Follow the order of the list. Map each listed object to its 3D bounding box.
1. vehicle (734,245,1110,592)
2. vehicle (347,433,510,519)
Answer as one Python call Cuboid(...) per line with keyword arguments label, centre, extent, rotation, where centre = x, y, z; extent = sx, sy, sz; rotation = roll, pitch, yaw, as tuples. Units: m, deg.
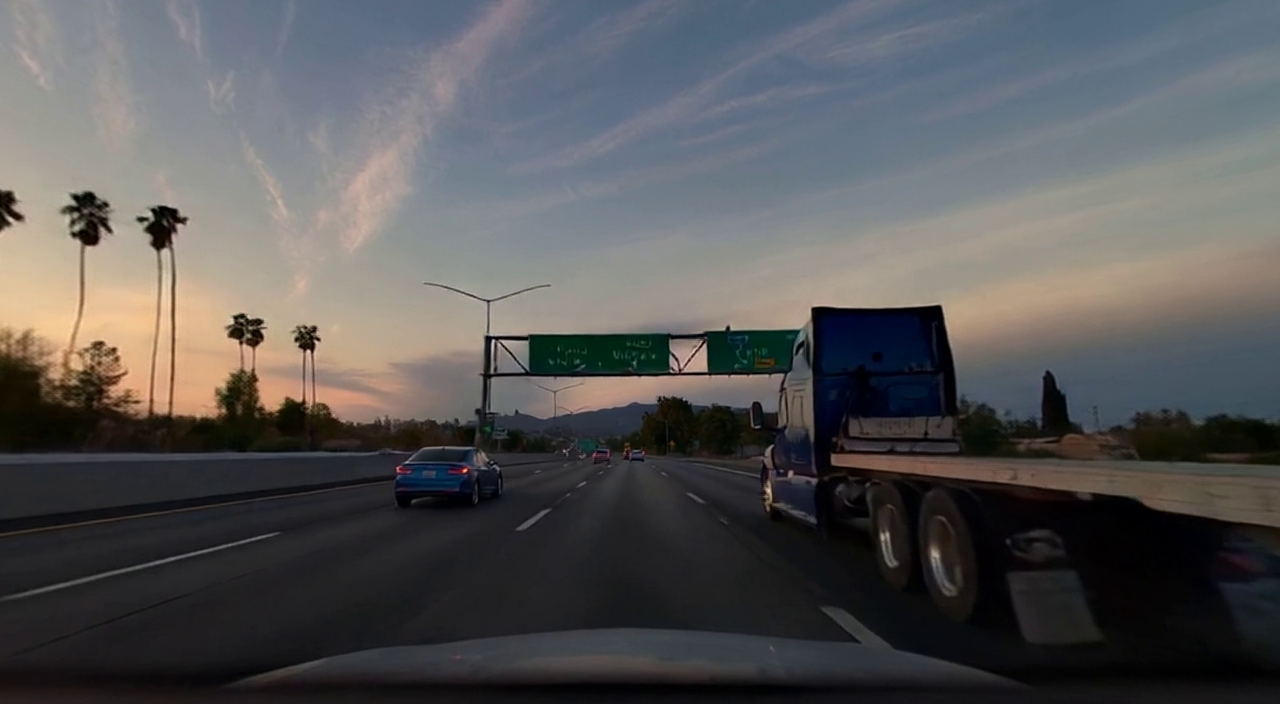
Cuboid(label="vehicle", centre=(3.533, 1.110, 9.990), extent=(3.073, 3.886, 5.856), rotation=(0, -9, -1))
Cuboid(label="vehicle", centre=(-4.272, 2.570, 13.571), extent=(2.120, 1.537, 4.139), rotation=(0, -9, -1))
